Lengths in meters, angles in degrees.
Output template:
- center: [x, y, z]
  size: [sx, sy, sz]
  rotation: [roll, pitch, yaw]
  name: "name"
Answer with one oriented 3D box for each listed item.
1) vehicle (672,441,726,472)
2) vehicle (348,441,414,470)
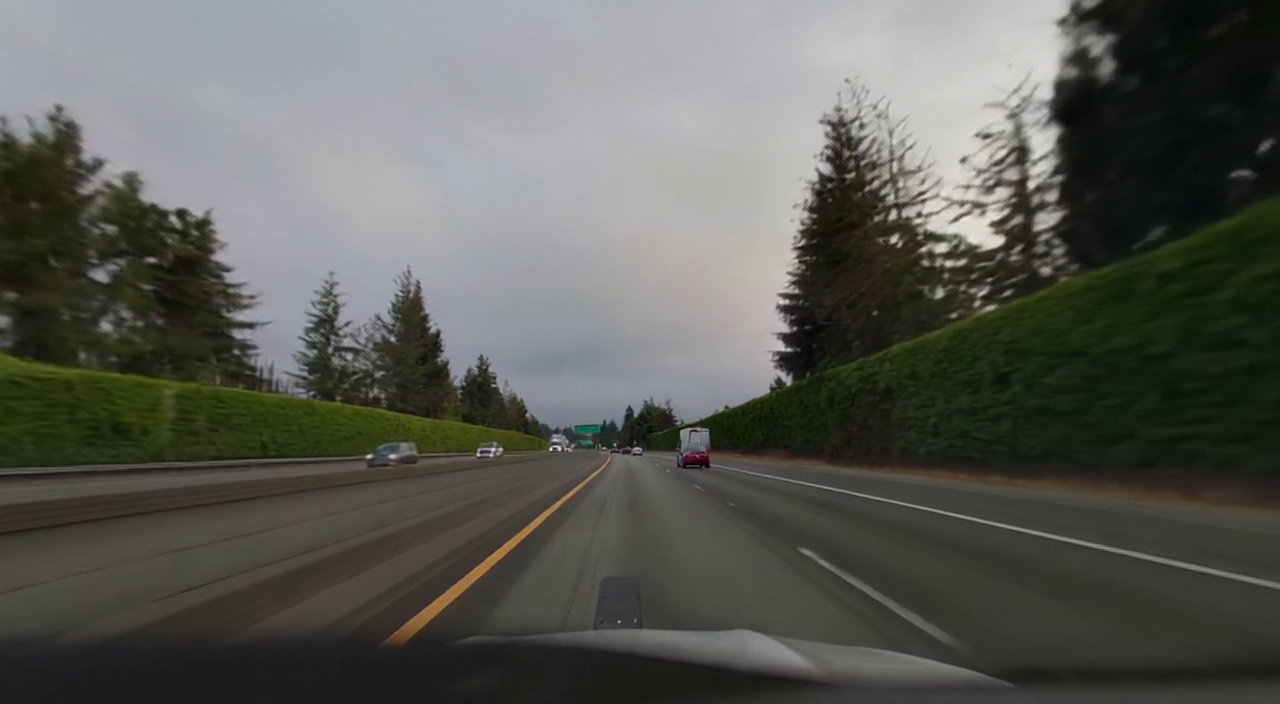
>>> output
- center: [3.020, 5.506, 33.091]
  size: [2.244, 1.498, 4.338]
  rotation: [0, -9, -3]
  name: "vehicle"
- center: [-13.630, 5.483, 33.279]
  size: [1.779, 1.429, 4.161]
  rotation: [0, -9, -1]
  name: "vehicle"
